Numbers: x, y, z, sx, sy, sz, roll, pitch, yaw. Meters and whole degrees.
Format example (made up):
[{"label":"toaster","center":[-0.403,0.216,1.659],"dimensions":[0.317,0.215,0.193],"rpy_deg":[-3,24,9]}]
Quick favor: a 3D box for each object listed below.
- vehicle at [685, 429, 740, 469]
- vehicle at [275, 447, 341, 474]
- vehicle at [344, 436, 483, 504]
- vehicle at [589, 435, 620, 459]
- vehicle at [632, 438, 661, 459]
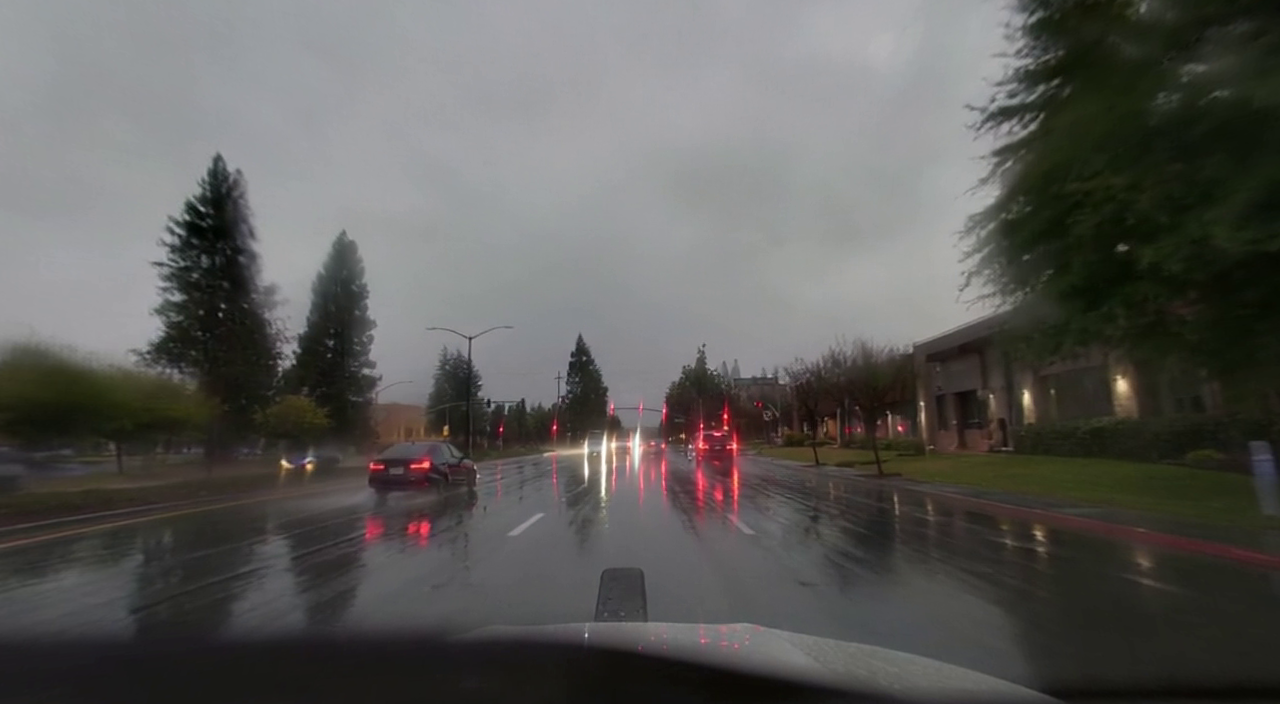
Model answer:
[{"label":"vehicle","center":[3.504,4.810,31.375],"dimensions":[2.141,1.833,4.704],"rpy_deg":[0,-8,-1]},{"label":"vehicle","center":[-19.614,6.390,37.238],"dimensions":[1.717,1.486,4.238],"rpy_deg":[0,-8,-2]},{"label":"vehicle","center":[-5.537,2.926,16.086],"dimensions":[1.926,1.465,4.620],"rpy_deg":[0,-8,-1]},{"label":"vehicle","center":[-2.662,7.152,47.500],"dimensions":[1.912,1.703,4.261],"rpy_deg":[0,-8,2]},{"label":"vehicle","center":[0.486,6.956,45.422],"dimensions":[2.021,1.461,3.862],"rpy_deg":[0,-8,1]}]
